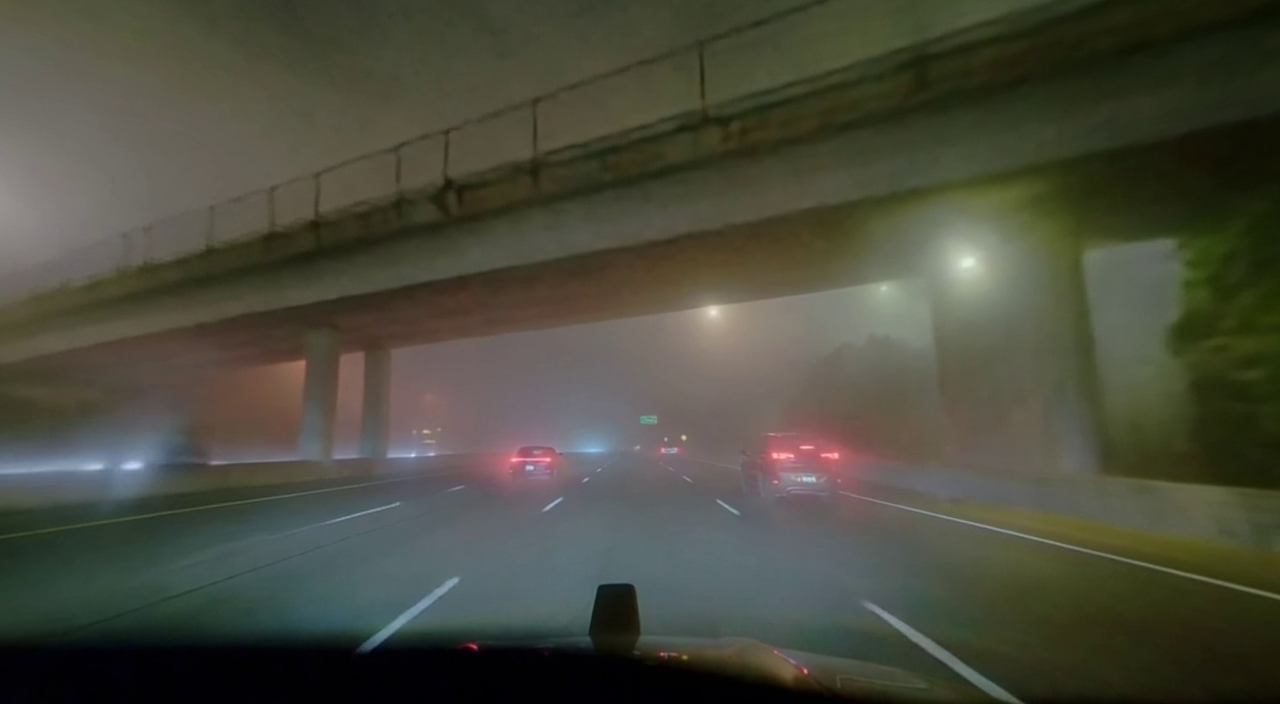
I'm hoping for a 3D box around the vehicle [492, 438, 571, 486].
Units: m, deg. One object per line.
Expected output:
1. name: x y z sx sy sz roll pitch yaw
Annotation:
1. vehicle: -3.748 3.881 22.611 2.037 1.514 4.335 0 -8 0
